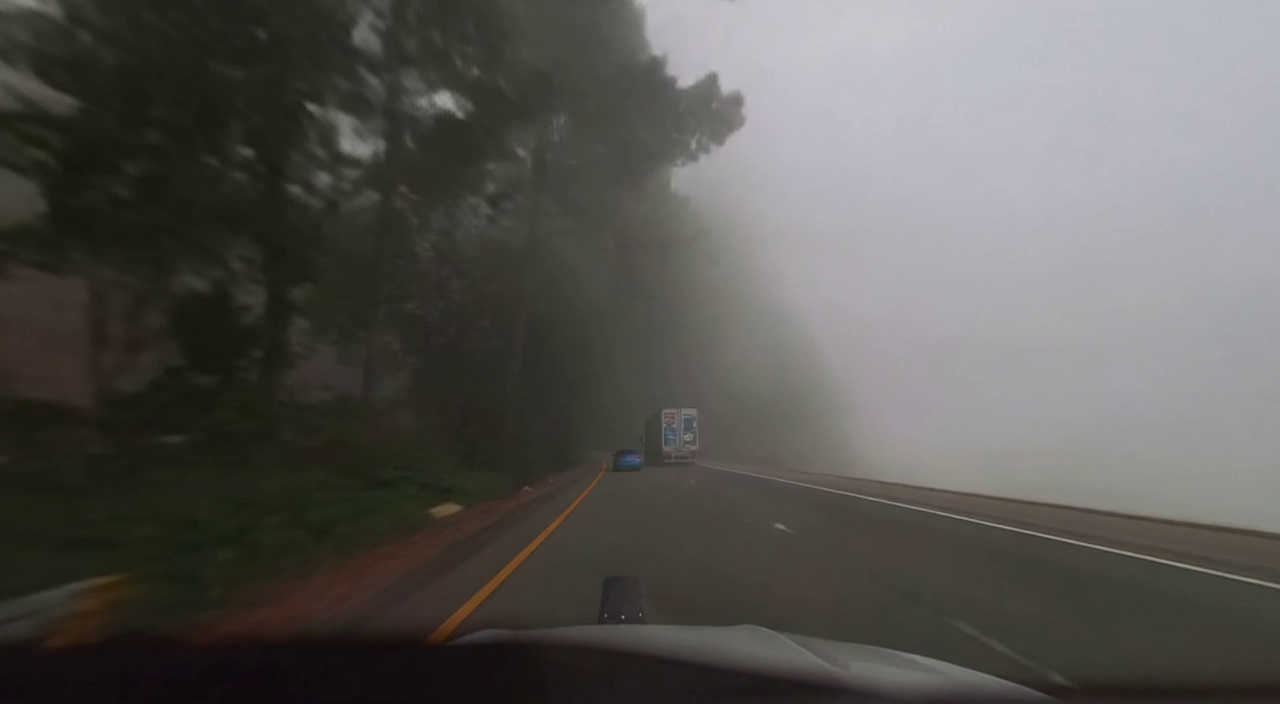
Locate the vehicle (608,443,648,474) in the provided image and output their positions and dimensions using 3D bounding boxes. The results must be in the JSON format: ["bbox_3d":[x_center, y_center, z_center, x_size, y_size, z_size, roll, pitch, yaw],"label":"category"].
[{"bbox_3d":[-0.632,5.418,32.139,1.913,1.460,3.610,0,-9,-1],"label":"vehicle"}]
